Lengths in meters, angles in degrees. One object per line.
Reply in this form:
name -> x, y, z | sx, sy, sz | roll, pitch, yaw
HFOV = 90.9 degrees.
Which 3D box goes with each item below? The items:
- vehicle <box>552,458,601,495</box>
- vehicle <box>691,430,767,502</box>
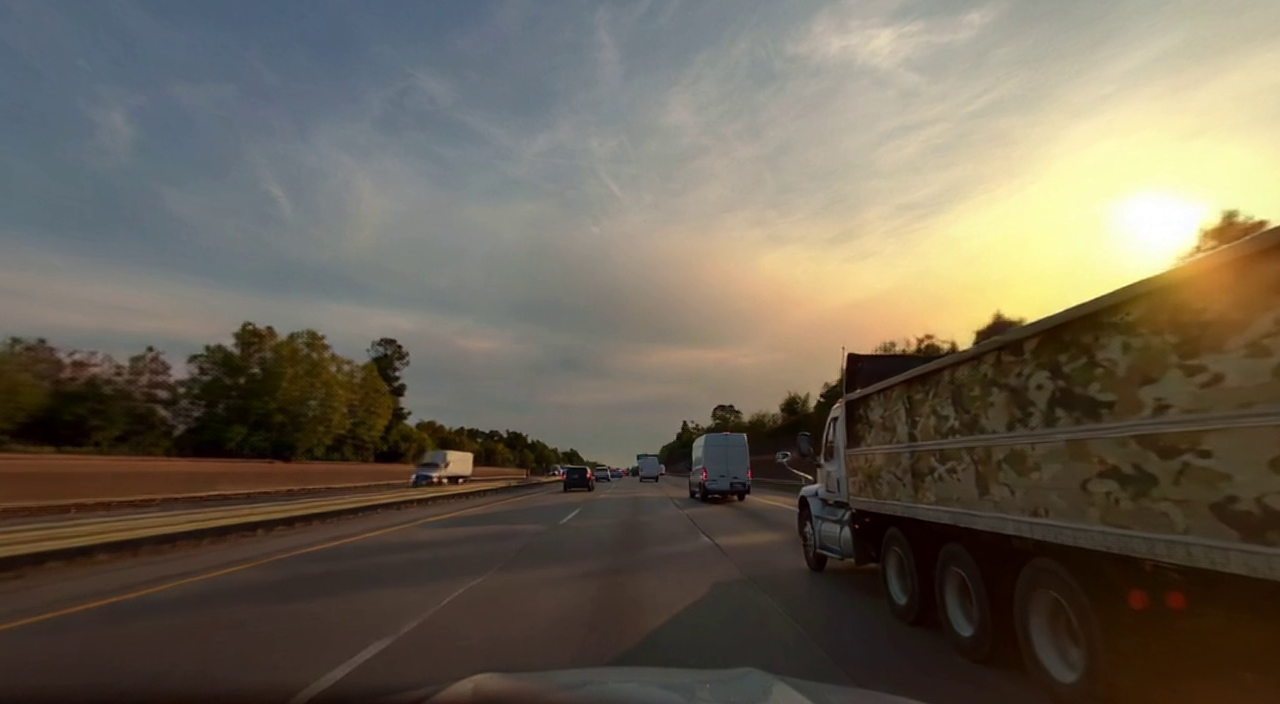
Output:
vehicle -> -3.485, 6.953, 35.340 | 2.204, 1.852, 4.661 | 1, -10, 0
vehicle -> 3.947, 5.301, 29.231 | 2.703, 2.988, 5.097 | 1, -11, -1
